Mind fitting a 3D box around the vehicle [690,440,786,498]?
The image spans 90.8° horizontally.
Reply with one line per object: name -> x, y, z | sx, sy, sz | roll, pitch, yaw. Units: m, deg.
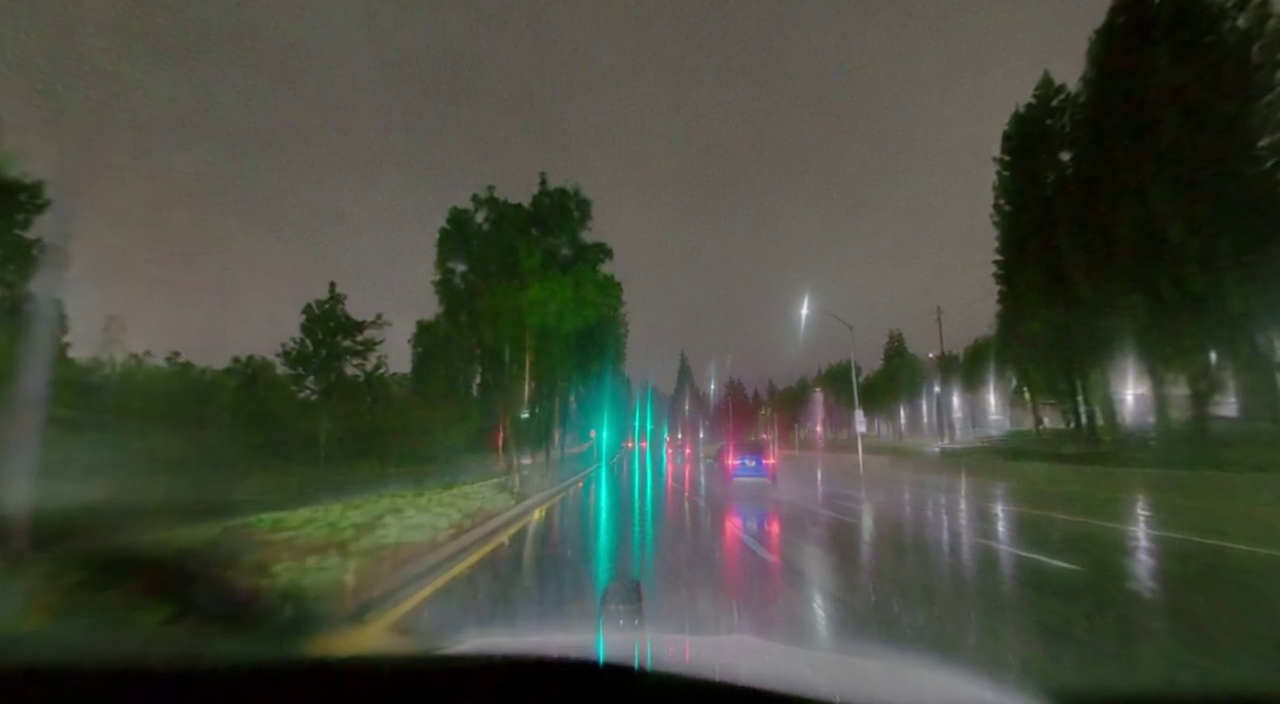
vehicle -> 2.711, 3.348, 18.508 | 2.056, 1.483, 4.091 | 0, -8, -2
